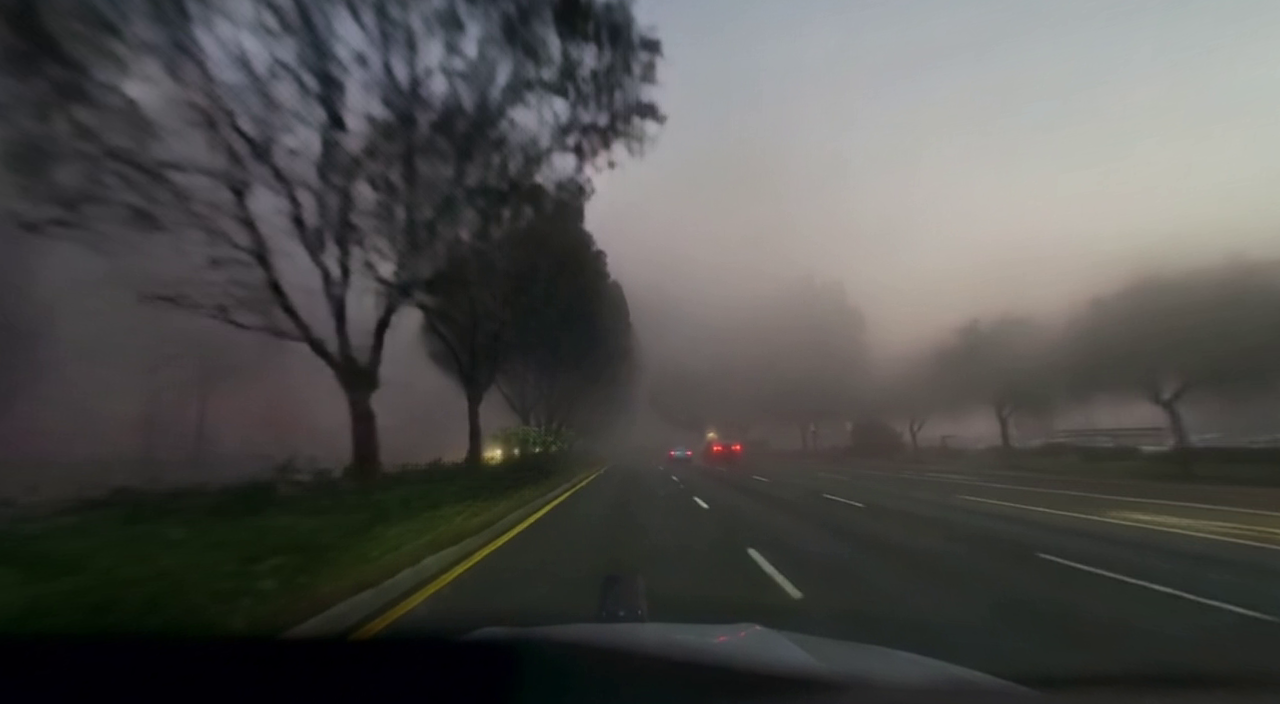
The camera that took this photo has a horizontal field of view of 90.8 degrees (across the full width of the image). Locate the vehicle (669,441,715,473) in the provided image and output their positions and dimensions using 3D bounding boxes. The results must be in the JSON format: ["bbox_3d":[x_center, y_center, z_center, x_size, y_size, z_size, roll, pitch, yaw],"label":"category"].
[{"bbox_3d":[2.637,5.467,33.056,1.917,1.538,4.259,1,-8,-2],"label":"vehicle"}]

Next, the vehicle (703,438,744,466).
[{"bbox_3d":[5.632,6.796,43.046,1.946,1.773,4.641,1,-8,-2],"label":"vehicle"}]

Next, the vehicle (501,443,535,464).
[{"bbox_3d":[-9.552,7.954,49.893,1.843,1.564,4.811,0,-8,-1],"label":"vehicle"}]
